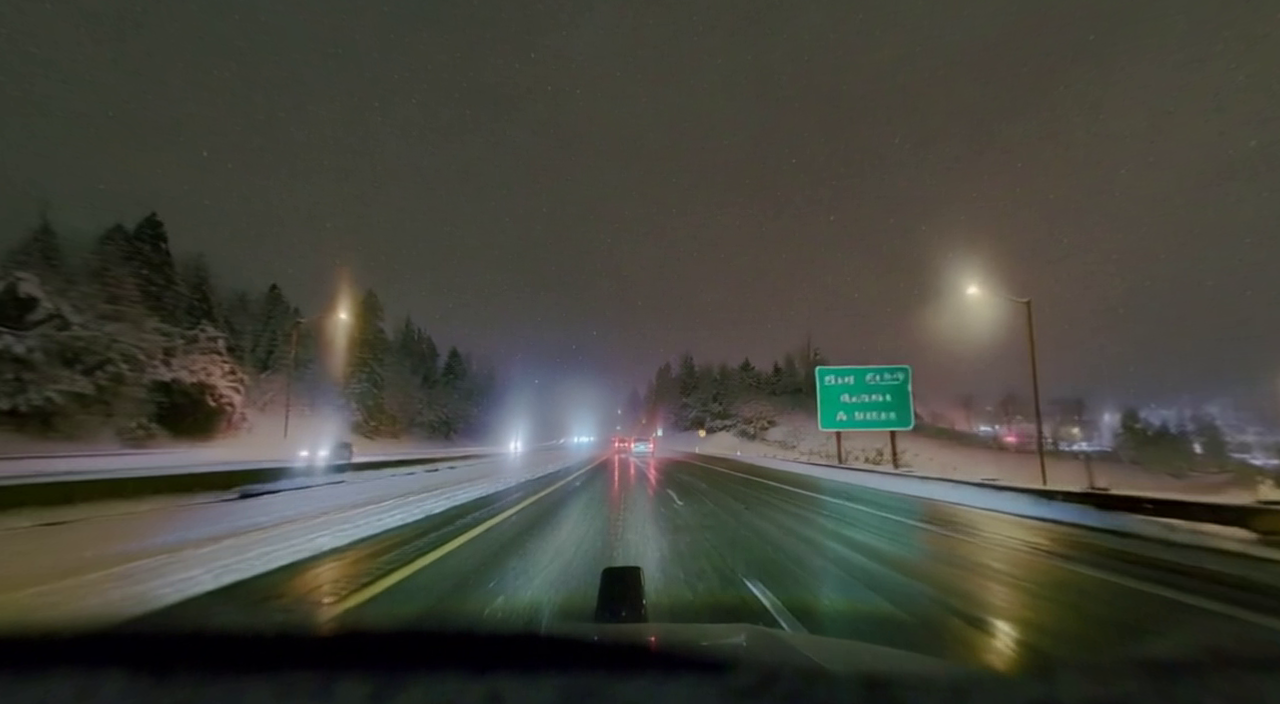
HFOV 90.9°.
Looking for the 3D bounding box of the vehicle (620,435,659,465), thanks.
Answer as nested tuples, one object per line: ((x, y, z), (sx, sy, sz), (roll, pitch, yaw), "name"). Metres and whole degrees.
((-0.104, 6.615, 42.653), (2.431, 1.916, 4.808), (0, -8, -3), "vehicle")

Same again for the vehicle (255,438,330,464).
((-21.293, 6.093, 38.897), (1.977, 1.487, 4.720), (0, -9, -1), "vehicle")
